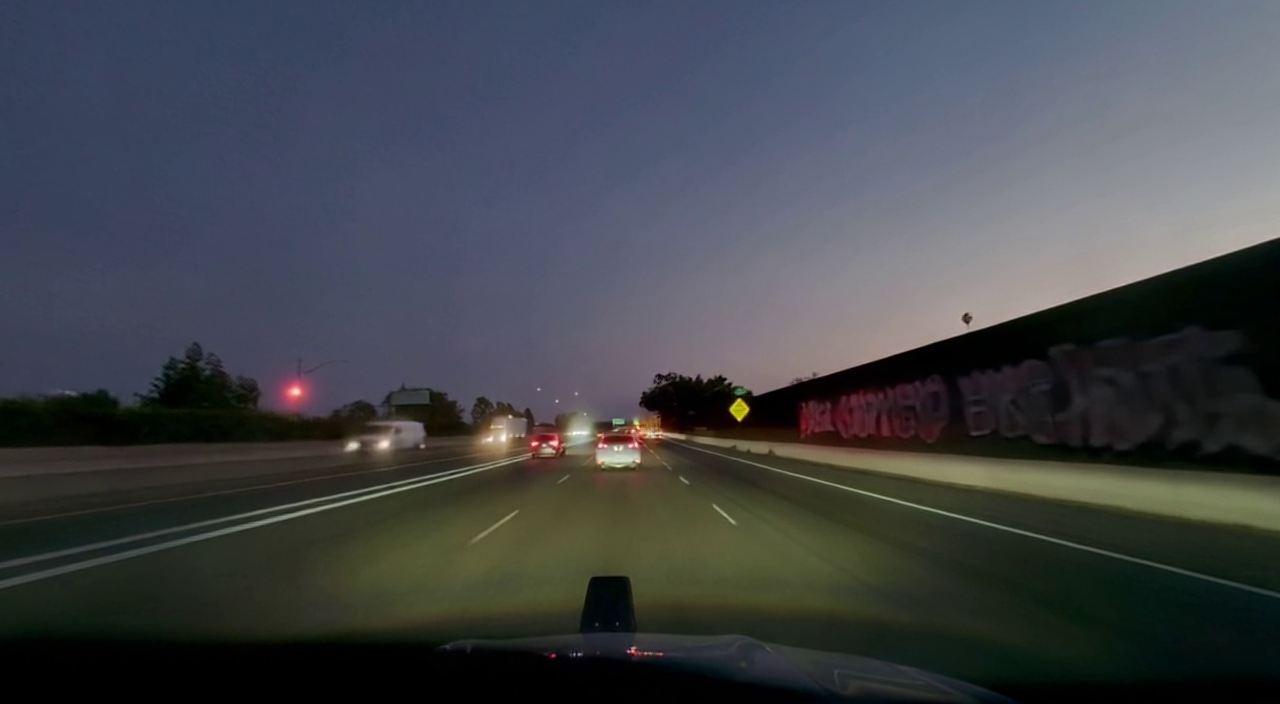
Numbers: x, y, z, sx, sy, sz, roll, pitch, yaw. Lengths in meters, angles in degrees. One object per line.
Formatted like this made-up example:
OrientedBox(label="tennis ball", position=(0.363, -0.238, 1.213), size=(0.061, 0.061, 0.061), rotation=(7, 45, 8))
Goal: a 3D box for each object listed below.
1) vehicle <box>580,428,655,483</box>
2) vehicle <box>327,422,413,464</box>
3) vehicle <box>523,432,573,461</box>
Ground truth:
OrientedBox(label="vehicle", position=(-0.648, 3.090, 19.116), size=(2.044, 1.477, 3.693), rotation=(0, -8, -1))
OrientedBox(label="vehicle", position=(-13.417, 4.565, 31.687), size=(2.115, 1.912, 5.144), rotation=(0, -8, -1))
OrientedBox(label="vehicle", position=(-4.876, 5.080, 33.896), size=(2.022, 1.440, 4.491), rotation=(0, -8, 0))
